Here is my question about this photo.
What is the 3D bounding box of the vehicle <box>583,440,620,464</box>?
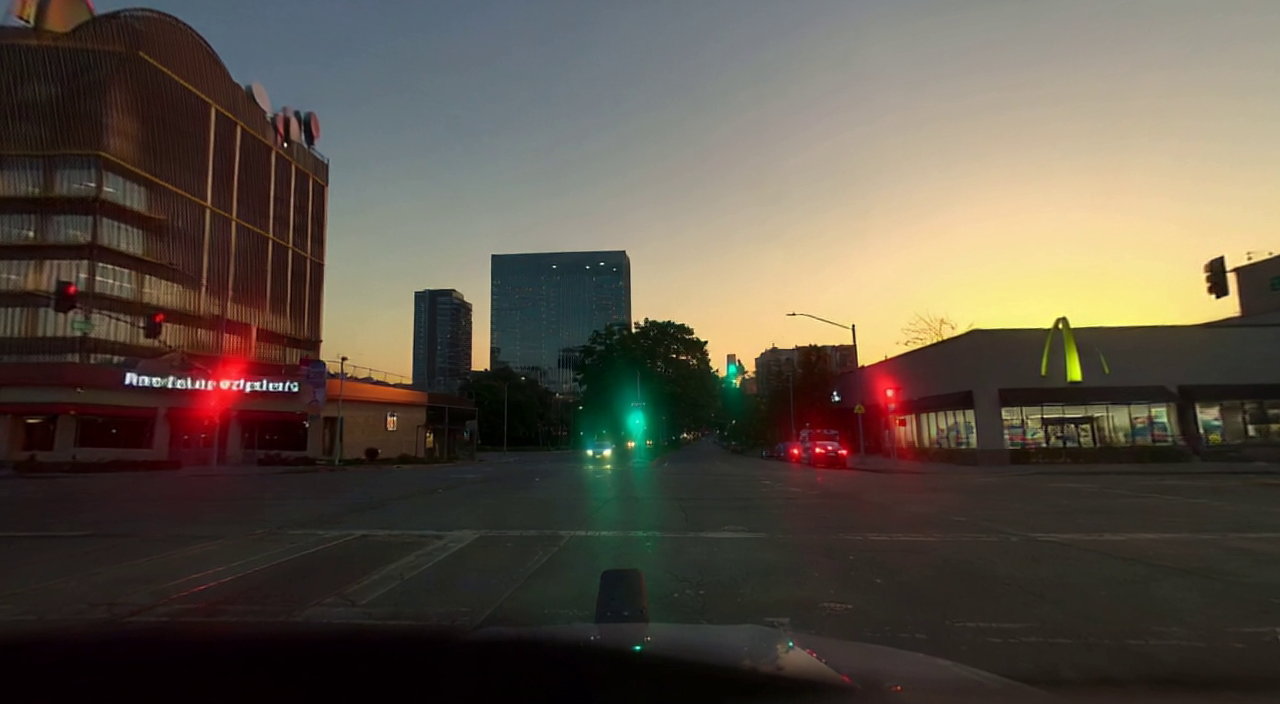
[{"bbox_3d":[-2.501,6.639,41.957,2.104,1.468,4.195,0,-8,1],"label":"vehicle"}]
